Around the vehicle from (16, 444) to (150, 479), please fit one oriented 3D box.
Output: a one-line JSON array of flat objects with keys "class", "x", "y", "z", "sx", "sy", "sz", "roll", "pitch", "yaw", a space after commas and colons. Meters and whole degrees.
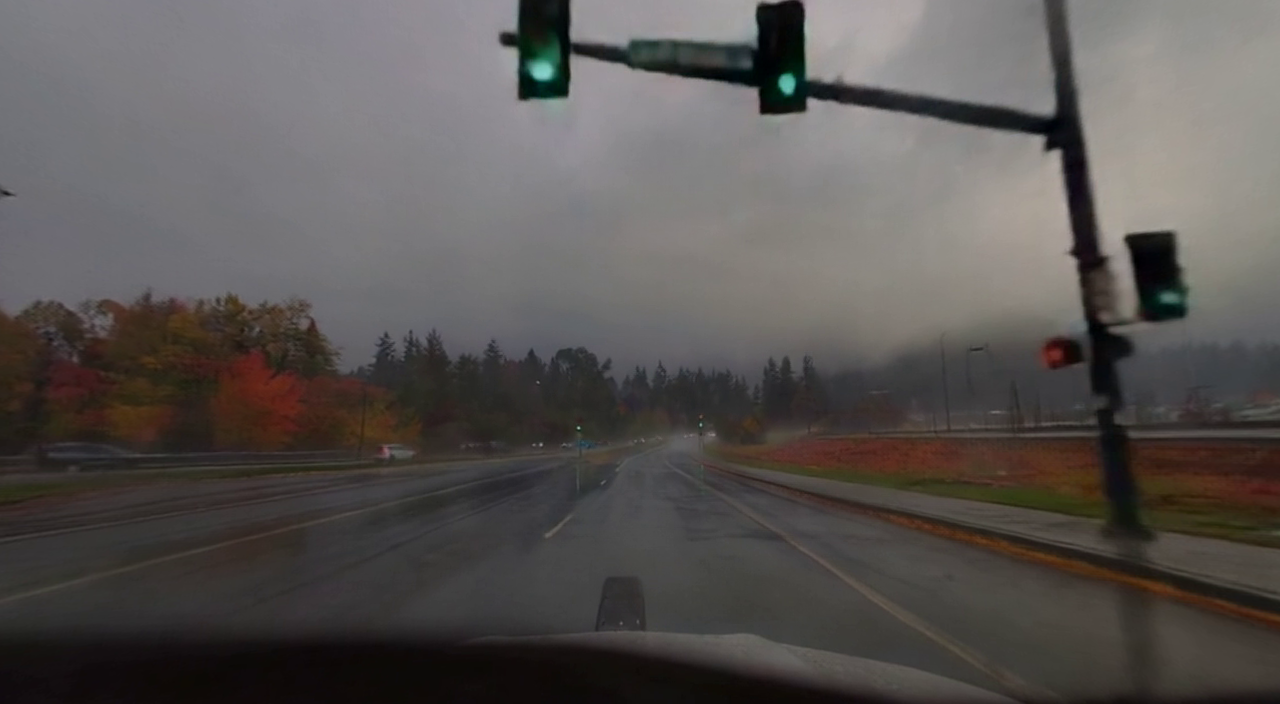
[{"class": "vehicle", "x": -33.821, "y": 6.604, "z": 38.493, "sx": 2.242, "sy": 1.955, "sz": 5.600, "roll": -3, "pitch": -9, "yaw": 19}]
